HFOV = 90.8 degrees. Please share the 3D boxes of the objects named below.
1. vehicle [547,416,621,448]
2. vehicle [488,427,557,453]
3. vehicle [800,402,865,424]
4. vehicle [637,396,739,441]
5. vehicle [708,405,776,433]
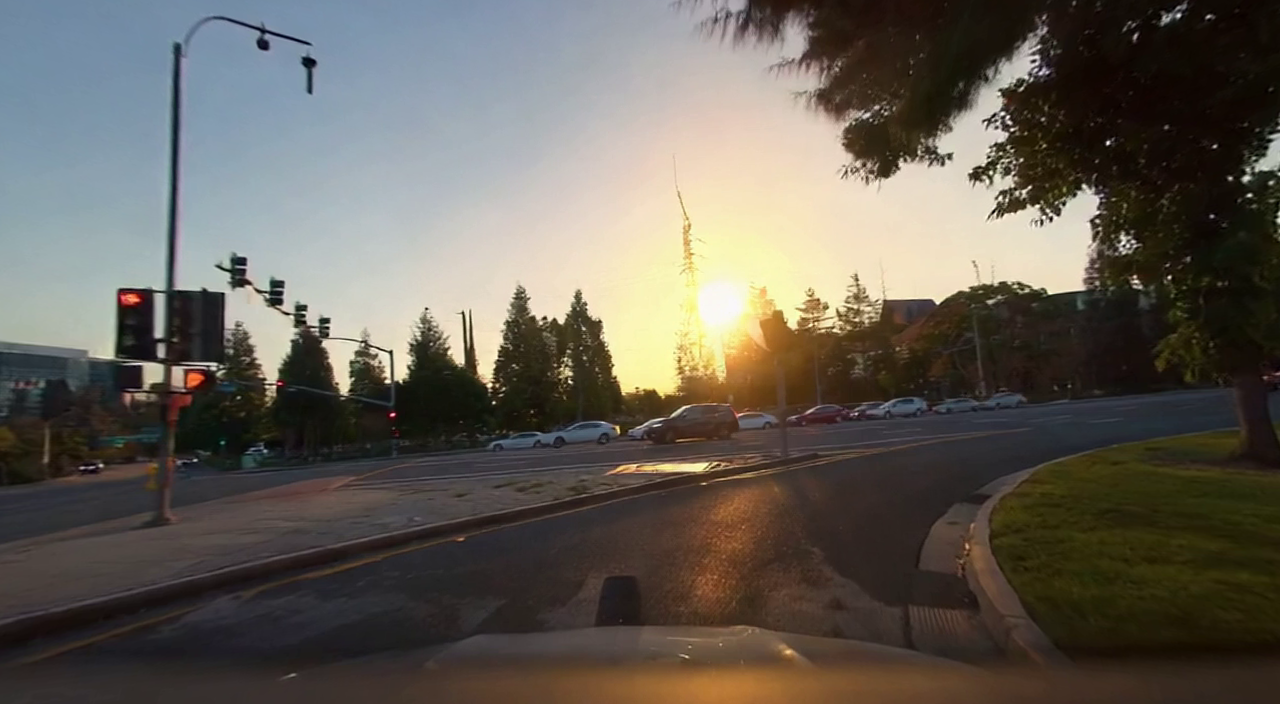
[{"bbox_3d":[-3.768,5.338,42.372,4.510,1.764,1.947,-2,-6,-19],"label":"vehicle"},{"bbox_3d":[-8.323,6.178,44.555,4.493,1.455,1.946,-1,-6,-20],"label":"vehicle"},{"bbox_3d":[14.922,4.727,48.901,4.513,1.582,1.842,2,-9,-18],"label":"vehicle"},{"bbox_3d":[2.865,4.060,38.050,5.636,2.053,2.225,5,-15,-17],"label":"vehicle"},{"bbox_3d":[7.451,4.950,46.370,4.467,1.625,2.033,5,-15,-17],"label":"vehicle"}]
